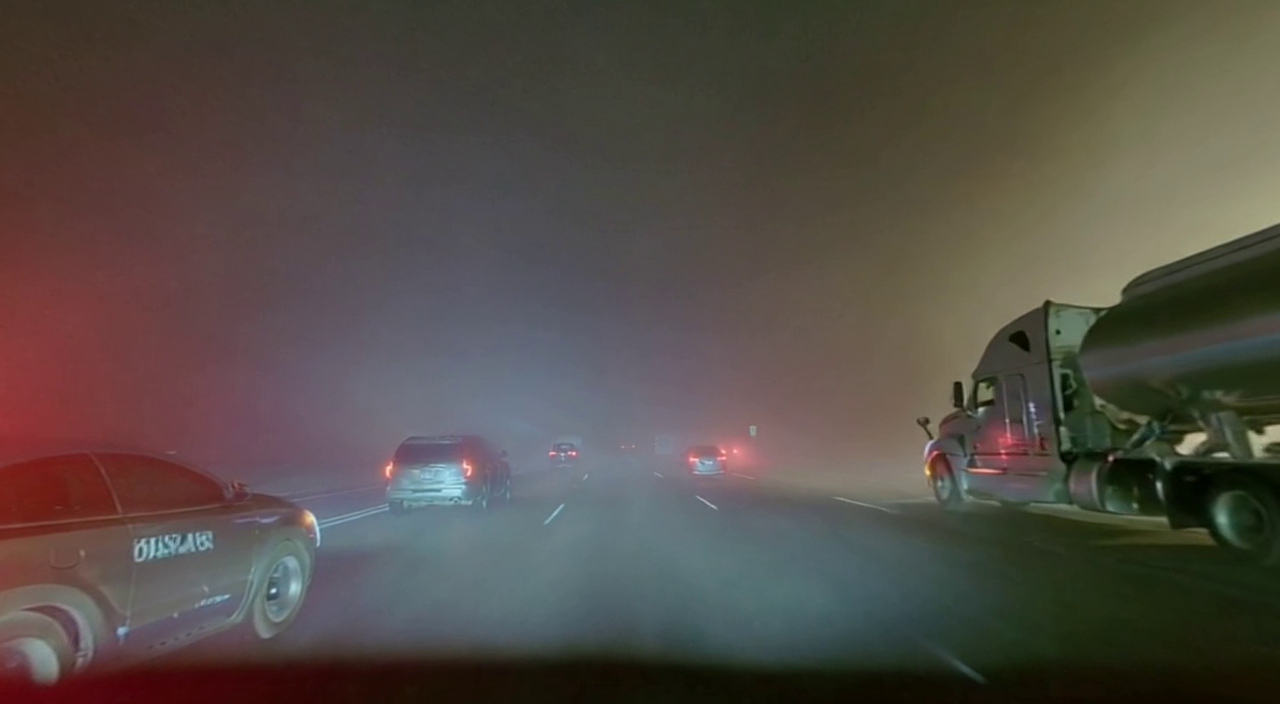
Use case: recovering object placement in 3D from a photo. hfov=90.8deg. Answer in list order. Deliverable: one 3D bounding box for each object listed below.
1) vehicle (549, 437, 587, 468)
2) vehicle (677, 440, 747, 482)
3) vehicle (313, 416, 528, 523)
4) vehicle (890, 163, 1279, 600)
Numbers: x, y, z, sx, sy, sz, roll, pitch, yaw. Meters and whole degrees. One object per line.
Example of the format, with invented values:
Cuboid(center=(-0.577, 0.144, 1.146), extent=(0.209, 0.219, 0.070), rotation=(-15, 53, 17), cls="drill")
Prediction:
Cuboid(center=(-4.634, 6.507, 41.039), extent=(2.149, 1.843, 4.348), rotation=(0, -9, -3), cls="vehicle")
Cuboid(center=(2.786, 4.362, 25.537), extent=(2.053, 1.510, 4.400), rotation=(0, -9, -3), cls="vehicle")
Cuboid(center=(-4.328, 2.479, 13.925), extent=(2.684, 1.839, 5.803), rotation=(0, -8, 0), cls="vehicle")
Cuboid(center=(7.381, 0.565, 7.647), extent=(3.548, 3.827, 11.870), rotation=(0, -9, -2), cls="vehicle")
